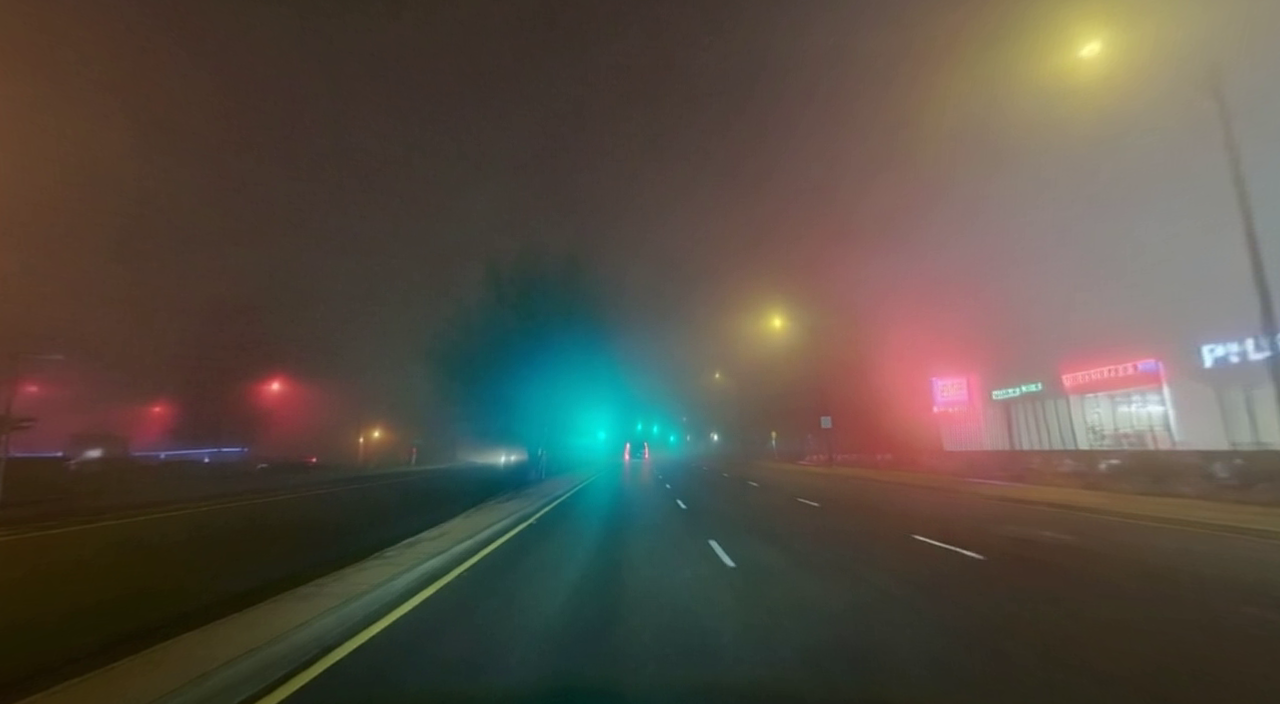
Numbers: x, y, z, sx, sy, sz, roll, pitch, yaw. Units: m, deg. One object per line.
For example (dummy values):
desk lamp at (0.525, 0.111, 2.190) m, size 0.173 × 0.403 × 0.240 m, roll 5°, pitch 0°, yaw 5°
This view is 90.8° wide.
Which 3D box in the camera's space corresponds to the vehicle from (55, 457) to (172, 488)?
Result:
vehicle at (-31.059, 7.109, 37.412) m, size 4.919 × 1.720 × 2.217 m, roll 0°, pitch -9°, yaw 1°
